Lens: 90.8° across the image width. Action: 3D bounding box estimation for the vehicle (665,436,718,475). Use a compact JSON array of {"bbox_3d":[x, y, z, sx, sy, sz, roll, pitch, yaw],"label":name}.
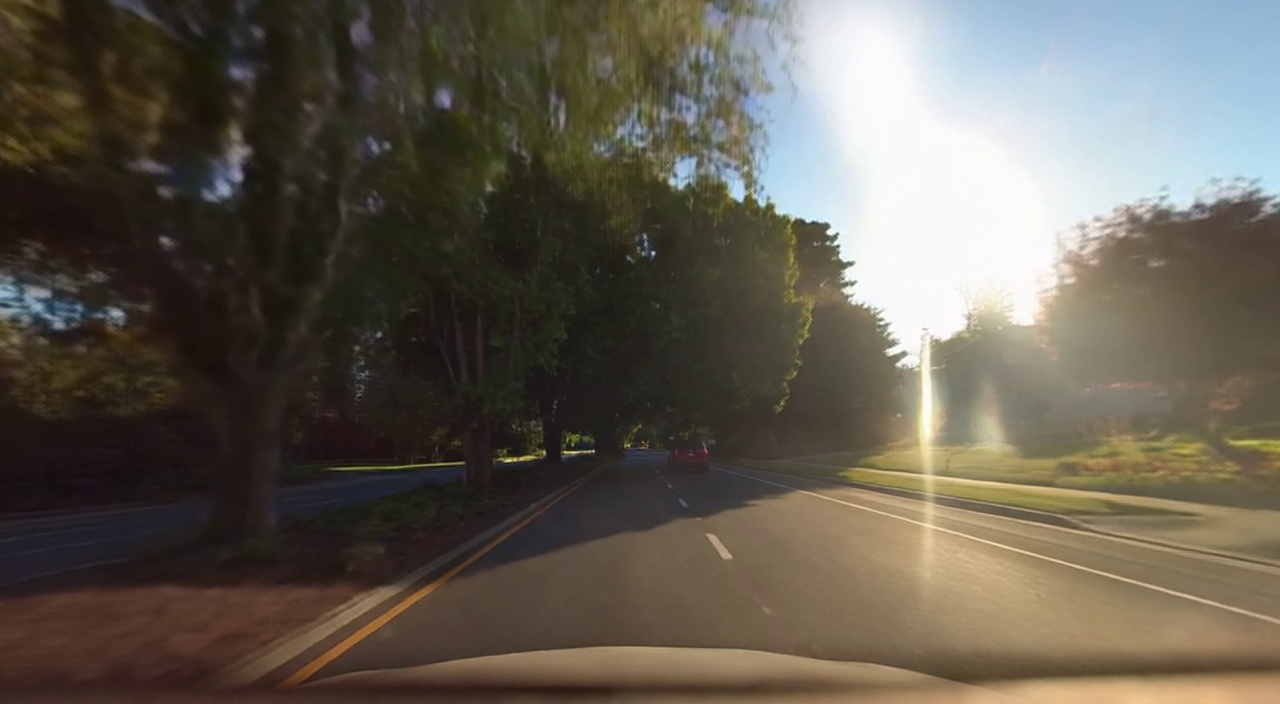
[{"bbox_3d":[2.429,5.040,30.954,2.164,1.725,4.285,0,-9,-1],"label":"vehicle"}]
